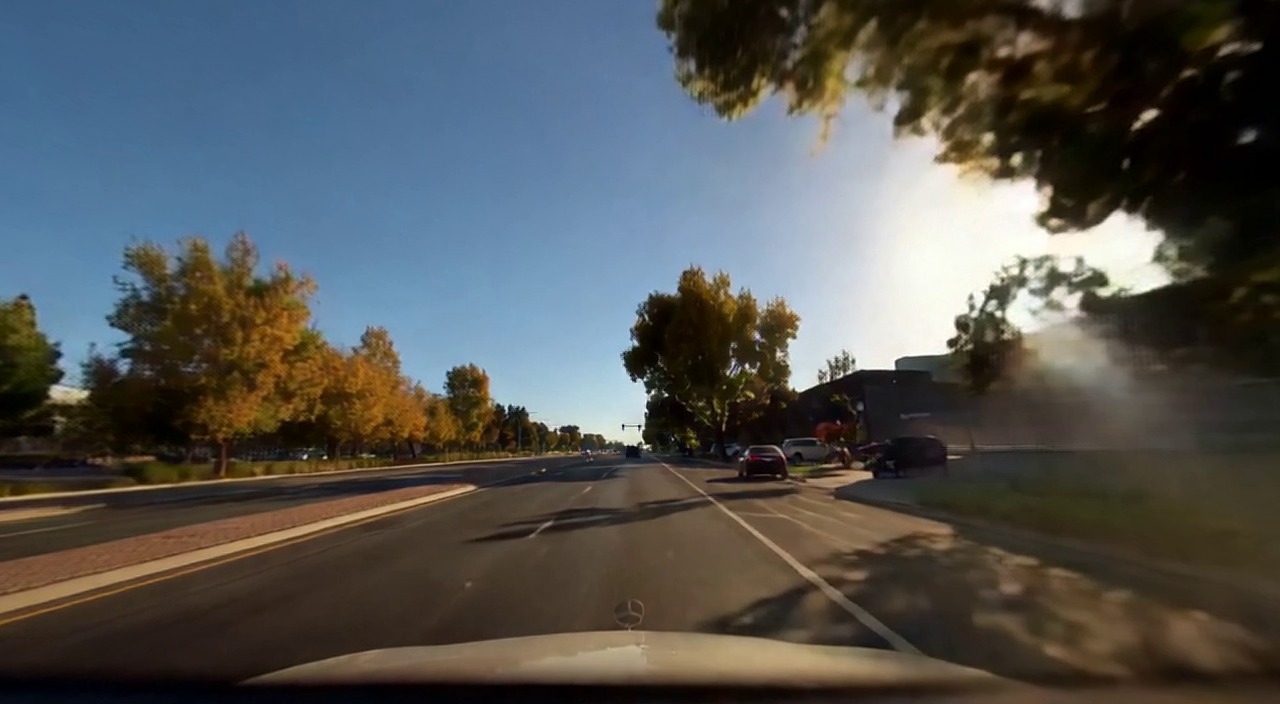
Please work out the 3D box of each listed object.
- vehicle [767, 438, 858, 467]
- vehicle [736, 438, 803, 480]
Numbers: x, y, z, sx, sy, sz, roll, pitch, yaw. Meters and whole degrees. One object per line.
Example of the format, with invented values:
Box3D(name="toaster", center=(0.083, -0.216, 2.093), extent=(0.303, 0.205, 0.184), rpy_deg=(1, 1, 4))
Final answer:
Box3D(name="vehicle", center=(10.361, 6.106, 38.158), extent=(4.879, 1.701, 2.095), rpy_deg=(0, -10, 3))
Box3D(name="vehicle", center=(5.667, 4.744, 28.243), extent=(2.057, 1.688, 4.596), rpy_deg=(0, -8, 0))
